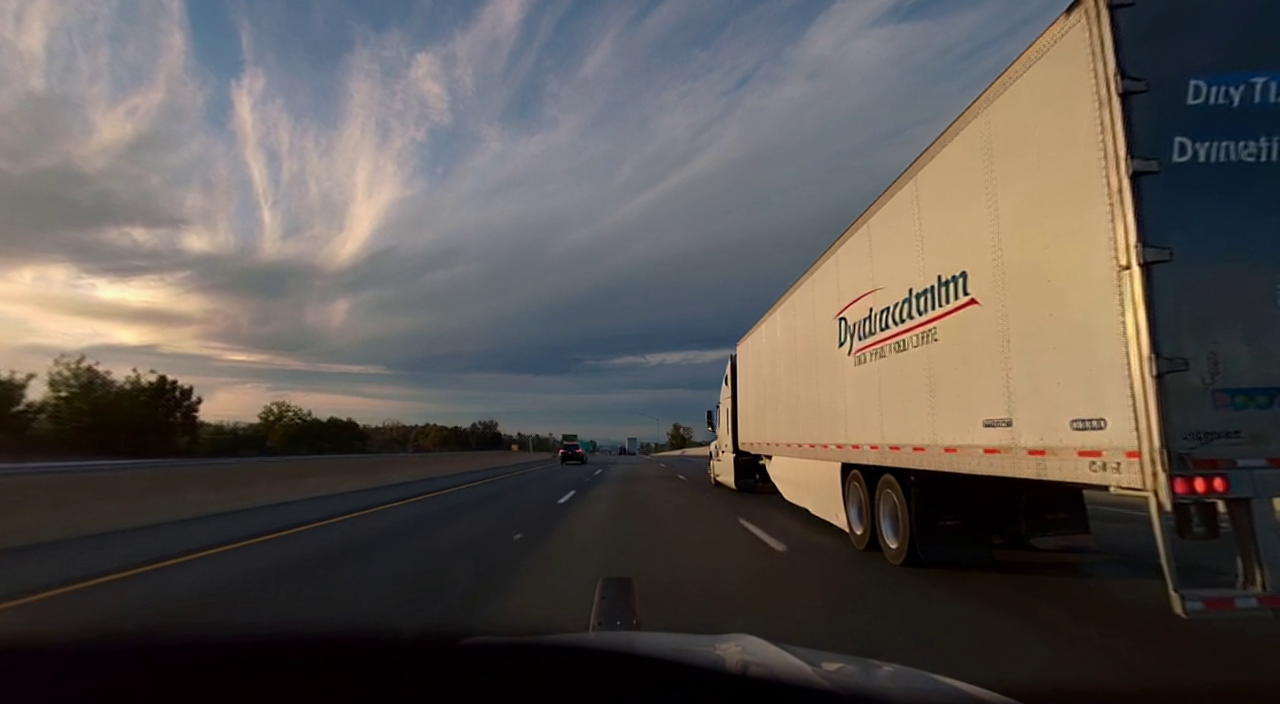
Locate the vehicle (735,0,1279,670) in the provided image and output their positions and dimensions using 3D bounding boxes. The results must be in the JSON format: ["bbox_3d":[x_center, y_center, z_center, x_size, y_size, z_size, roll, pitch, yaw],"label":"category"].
[{"bbox_3d":[3.935,0.634,10.111,2.962,4.132,12.720,0,-8,0],"label":"vehicle"}]

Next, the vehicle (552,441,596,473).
[{"bbox_3d":[-3.624,5.795,35.236,2.030,1.657,3.926,0,-8,0],"label":"vehicle"}]
